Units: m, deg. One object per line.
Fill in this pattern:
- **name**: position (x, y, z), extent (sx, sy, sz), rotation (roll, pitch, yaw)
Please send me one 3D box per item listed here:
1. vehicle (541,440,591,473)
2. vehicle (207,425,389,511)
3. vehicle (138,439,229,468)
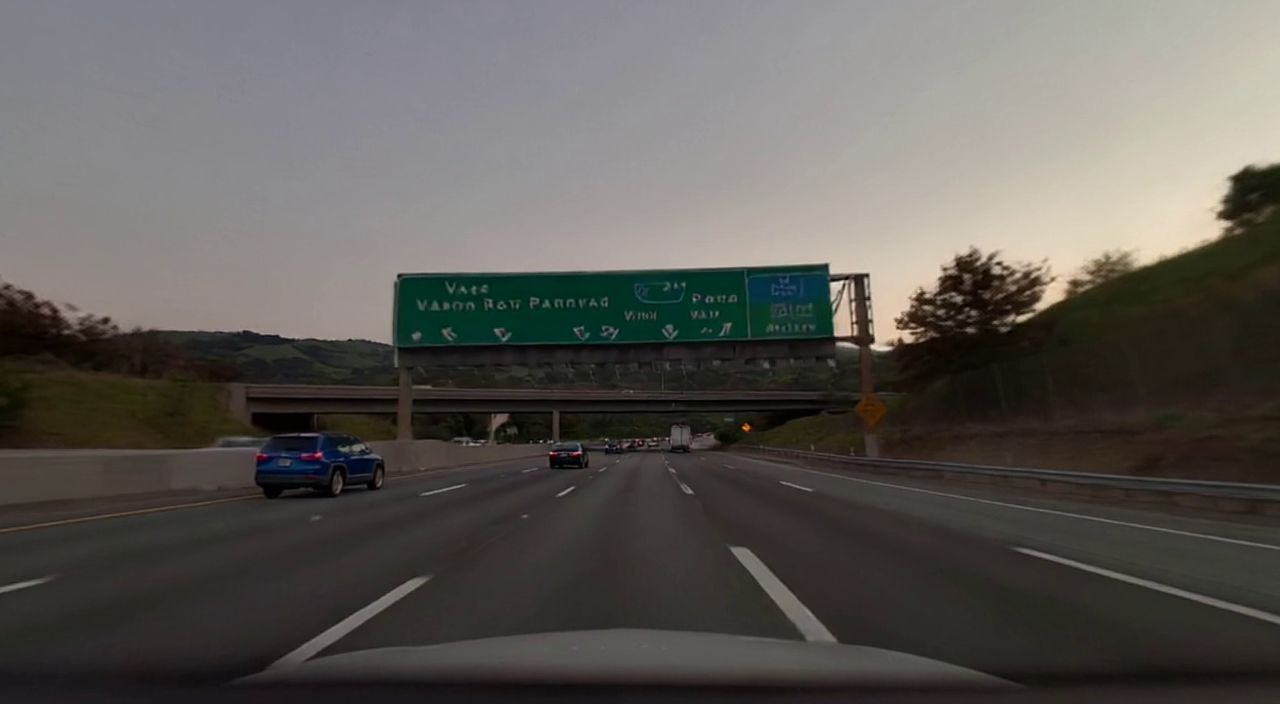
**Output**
- **vehicle**: position (-3.606, 5.184, 31.519), extent (1.925, 1.509, 4.363), rotation (0, -9, 1)
- **vehicle**: position (-7.619, 2.619, 14.653), extent (1.860, 1.694, 4.173), rotation (0, -9, 0)
- **vehicle**: position (-26.374, 5.884, 36.720), extent (1.908, 1.558, 4.462), rotation (0, -9, 1)
